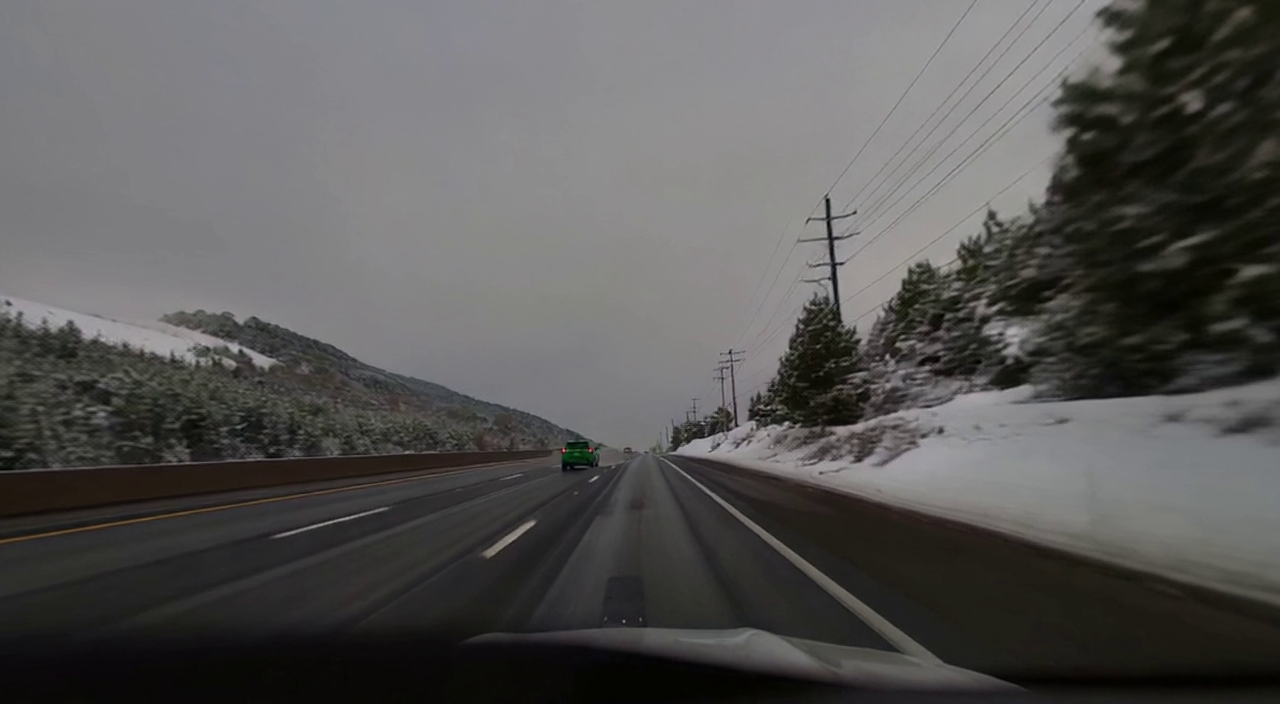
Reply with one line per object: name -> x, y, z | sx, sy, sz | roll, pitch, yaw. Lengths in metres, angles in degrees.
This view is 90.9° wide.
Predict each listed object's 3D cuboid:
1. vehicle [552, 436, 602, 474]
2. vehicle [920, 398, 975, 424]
vehicle -> -3.276, 5.413, 33.499 | 2.136, 1.845, 4.515 | 0, -8, 1
vehicle -> 23.778, 4.619, 48.977 | 1.914, 1.713, 4.630 | -1, -8, 1
